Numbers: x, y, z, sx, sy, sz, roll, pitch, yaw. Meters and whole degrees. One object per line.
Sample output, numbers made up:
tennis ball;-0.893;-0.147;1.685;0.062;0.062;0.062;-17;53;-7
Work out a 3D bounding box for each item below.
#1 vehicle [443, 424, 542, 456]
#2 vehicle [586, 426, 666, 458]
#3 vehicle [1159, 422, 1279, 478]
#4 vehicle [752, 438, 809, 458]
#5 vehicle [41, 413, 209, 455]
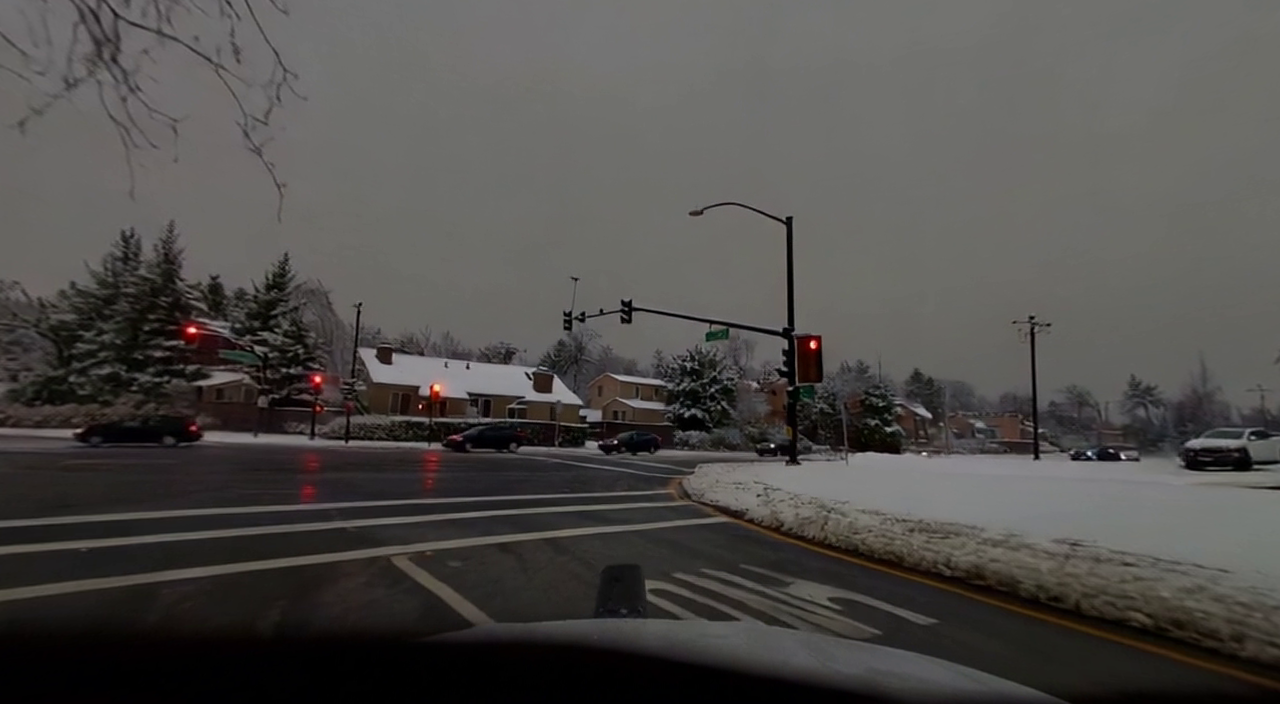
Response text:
vehicle;-7.776;4.676;33.295;4.649;1.585;1.965;7;-11;-38
vehicle;-0.708;4.903;34.244;4.135;1.633;1.990;8;-12;-44
vehicle;26.227;4.158;26.698;2.437;2.249;5.939;8;-12;-44
vehicle;11.007;7.502;49.009;4.481;1.487;1.847;7;-11;-38
vehicle;-19.576;3.175;24.119;4.740;1.462;1.828;7;-11;-39
